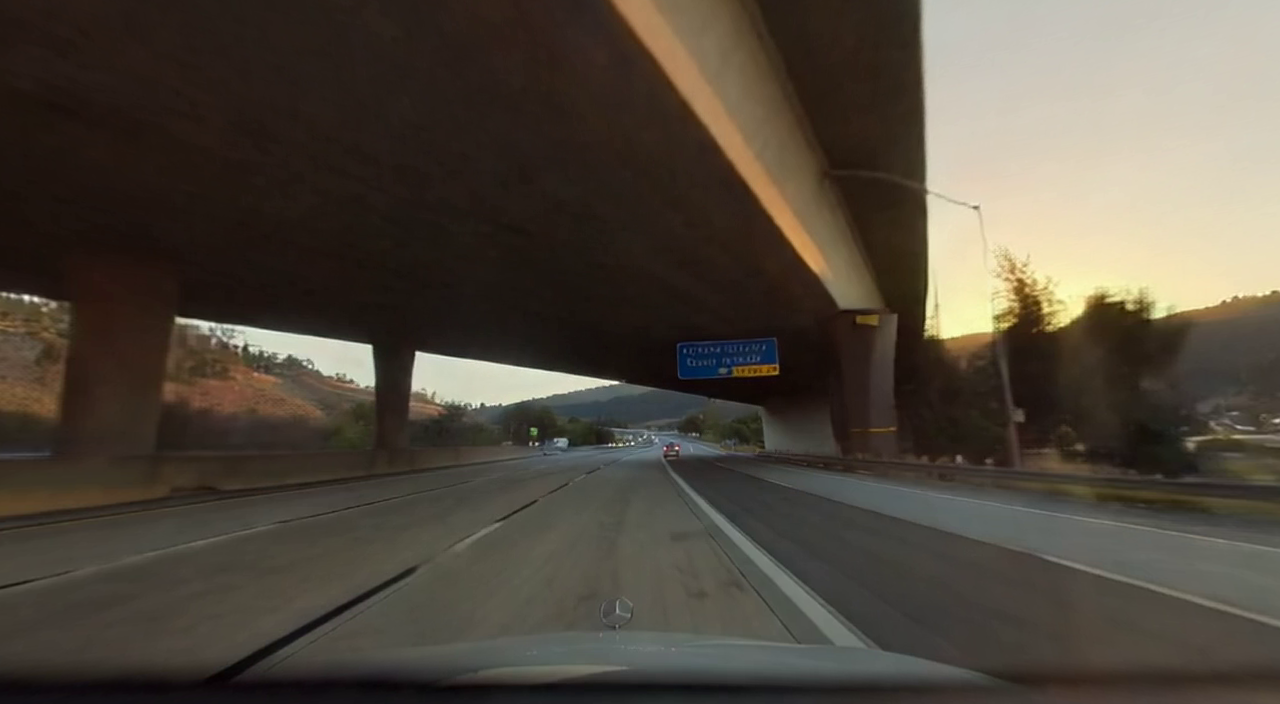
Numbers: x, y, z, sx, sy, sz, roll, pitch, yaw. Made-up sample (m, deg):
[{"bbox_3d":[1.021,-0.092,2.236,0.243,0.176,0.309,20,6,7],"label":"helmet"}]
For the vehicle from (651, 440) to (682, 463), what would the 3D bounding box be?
[{"bbox_3d":[2.026,7.773,49.499,2.224,1.738,4.376,0,-9,0],"label":"vehicle"}]
